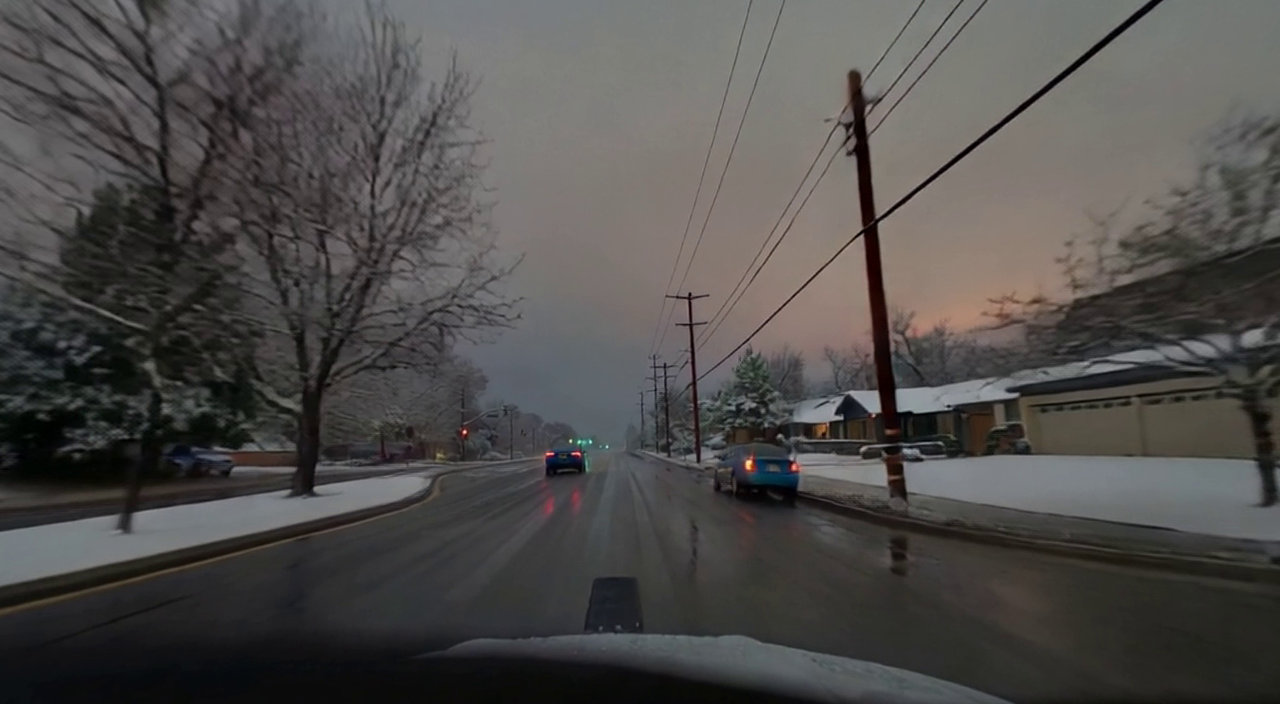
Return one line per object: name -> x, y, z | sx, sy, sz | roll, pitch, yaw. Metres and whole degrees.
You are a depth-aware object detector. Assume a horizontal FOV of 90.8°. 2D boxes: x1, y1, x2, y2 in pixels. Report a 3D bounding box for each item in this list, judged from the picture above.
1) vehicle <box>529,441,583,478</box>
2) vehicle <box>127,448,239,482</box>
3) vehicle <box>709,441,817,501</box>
vehicle -> -3.674, 4.805, 28.540 | 2.041, 1.471, 4.602 | 0, -8, -3
vehicle -> -26.028, 6.430, 36.155 | 4.661, 1.800, 2.045 | 2, -9, -12
vehicle -> 3.284, 3.270, 17.867 | 2.074, 1.450, 4.621 | 0, -8, -1
